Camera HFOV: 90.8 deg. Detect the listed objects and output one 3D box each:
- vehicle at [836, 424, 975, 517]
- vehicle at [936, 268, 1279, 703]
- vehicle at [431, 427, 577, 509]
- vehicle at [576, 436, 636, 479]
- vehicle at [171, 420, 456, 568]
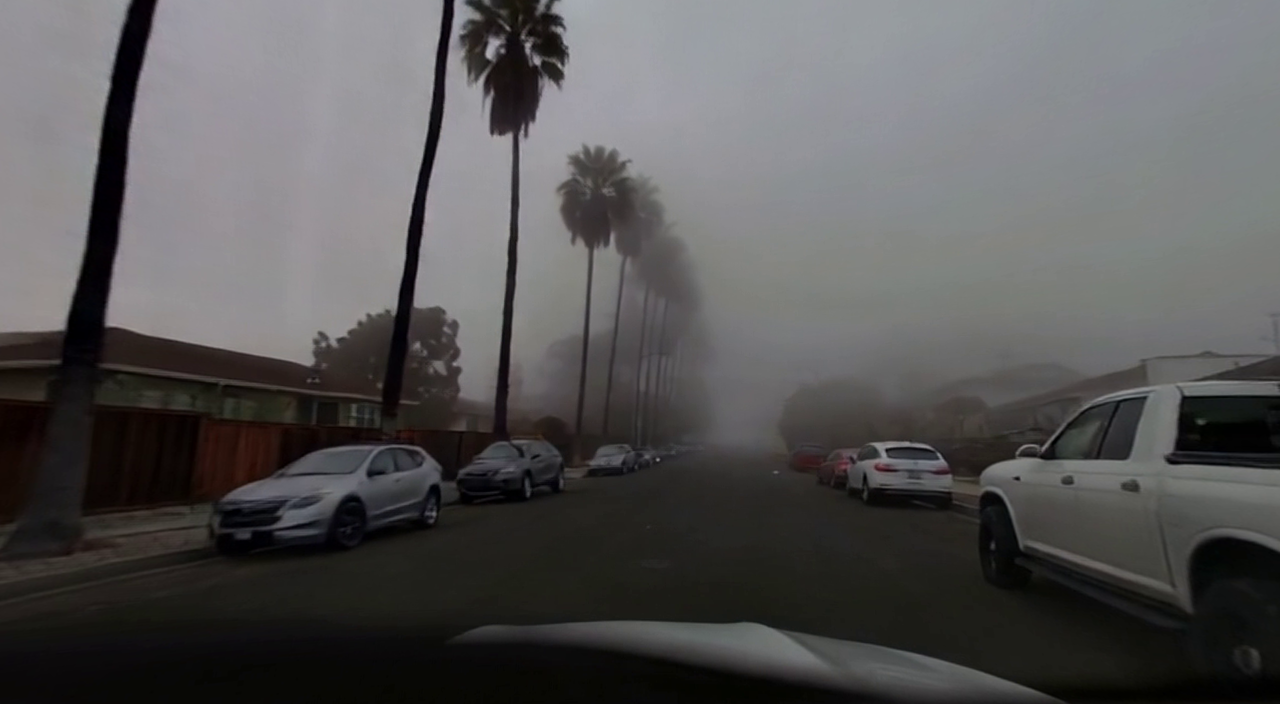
[{"bbox_3d":[6.230,2.799,15.502,1.964,1.889,4.708,-2,-8,8],"label":"vehicle"},{"bbox_3d":[4.601,0.978,4.612,2.649,2.232,6.576,-2,-8,10],"label":"vehicle"},{"bbox_3d":[-3.361,2.992,16.930,2.020,1.819,5.168,-2,-8,9],"label":"vehicle"},{"bbox_3d":[-1.484,4.792,29.039,1.947,1.803,4.381,-2,-8,8],"label":"vehicle"},{"bbox_3d":[-4.406,1.925,9.328,1.816,1.697,3.777,-1,-8,8],"label":"vehicle"}]
